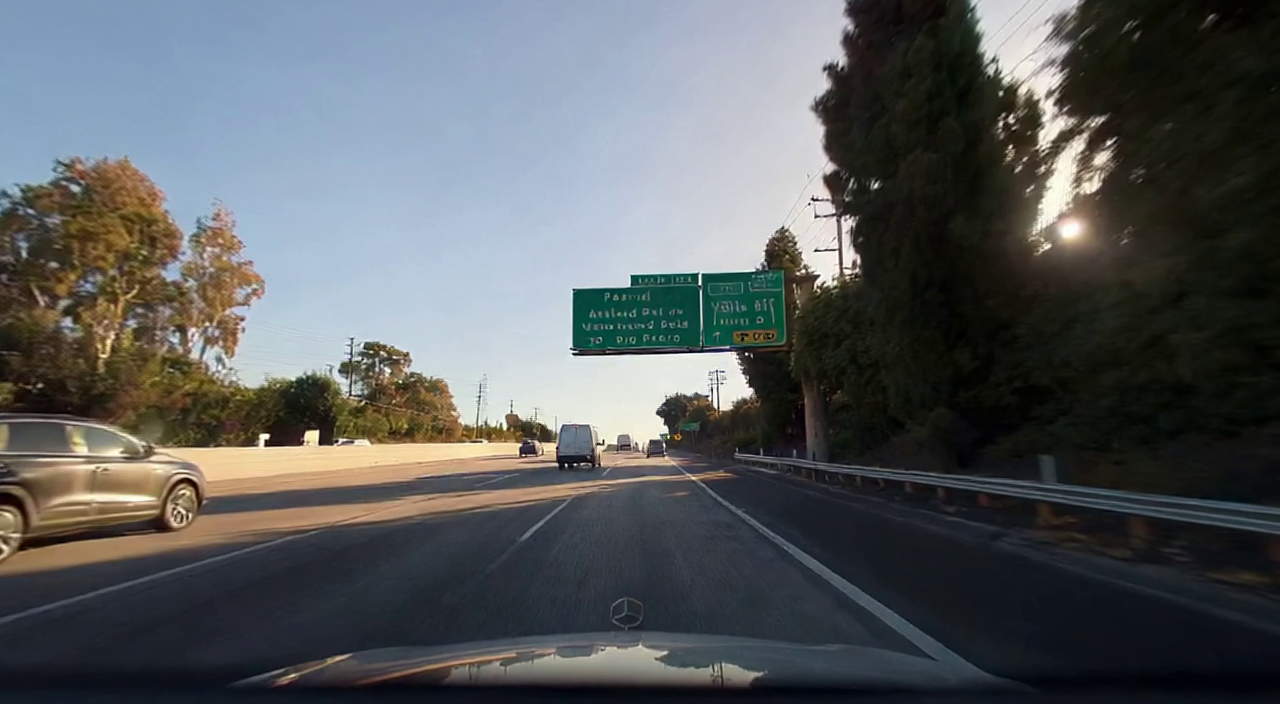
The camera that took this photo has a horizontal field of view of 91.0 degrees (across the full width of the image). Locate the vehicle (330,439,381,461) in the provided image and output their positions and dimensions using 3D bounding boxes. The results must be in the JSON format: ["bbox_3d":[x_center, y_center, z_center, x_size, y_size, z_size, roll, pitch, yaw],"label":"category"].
[{"bbox_3d":[-21.017,7.261,46.717,1.771,1.517,4.056,0,-9,2],"label":"vehicle"}]

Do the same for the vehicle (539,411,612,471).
[{"bbox_3d":[-3.341,5.052,35.361,2.915,2.885,9.394,0,-9,1],"label":"vehicle"}]

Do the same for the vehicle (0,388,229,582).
[{"bbox_3d":[-7.410,1.413,6.887,2.192,1.893,5.330,0,-9,0],"label":"vehicle"}]
